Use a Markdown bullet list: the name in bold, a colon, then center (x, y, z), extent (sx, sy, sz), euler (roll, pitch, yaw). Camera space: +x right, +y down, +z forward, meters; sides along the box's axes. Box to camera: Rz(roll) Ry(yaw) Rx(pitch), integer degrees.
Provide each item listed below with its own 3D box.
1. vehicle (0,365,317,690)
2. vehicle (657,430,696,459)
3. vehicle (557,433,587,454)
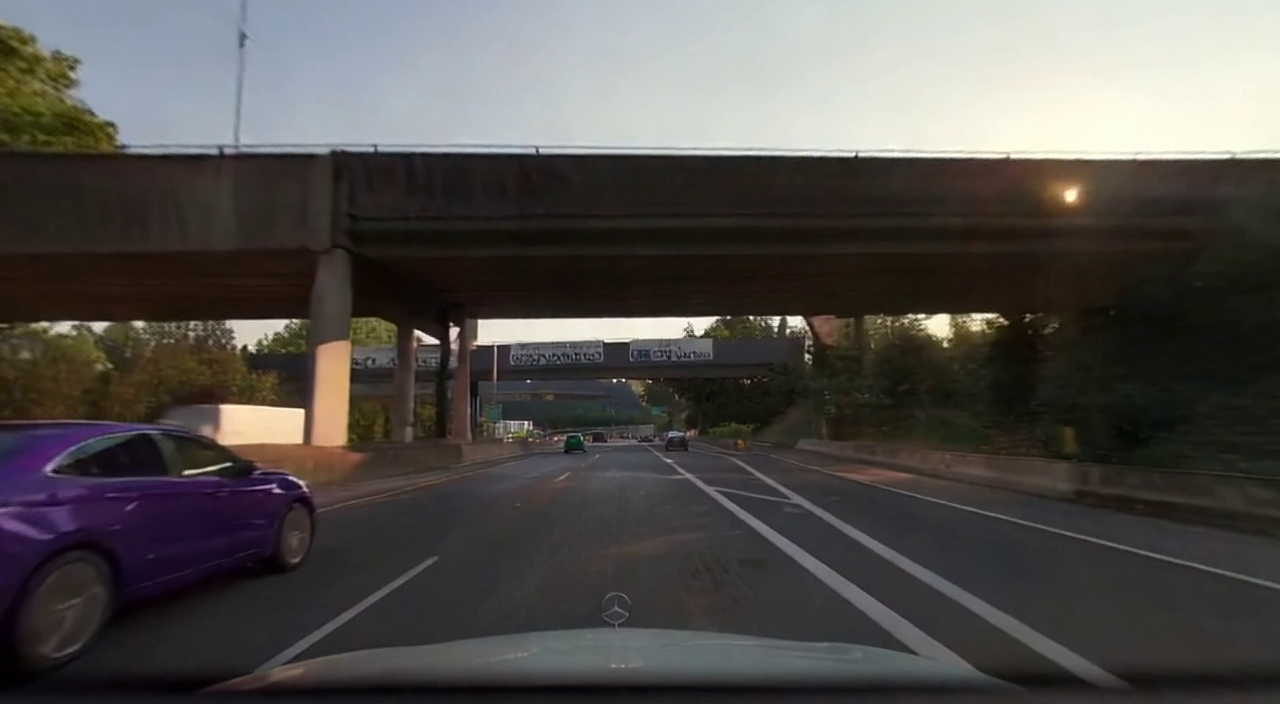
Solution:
- **vehicle**: center (-4.296, 1.037, 4.254), extent (2.002, 1.645, 4.329), euler (0, -8, -2)
- **vehicle**: center (2.060, 5.373, 36.721), extent (2.139, 1.561, 4.060), euler (0, -8, 1)
- **vehicle**: center (-5.219, 7.046, 48.599), extent (1.959, 1.514, 3.668), euler (0, -8, -1)
